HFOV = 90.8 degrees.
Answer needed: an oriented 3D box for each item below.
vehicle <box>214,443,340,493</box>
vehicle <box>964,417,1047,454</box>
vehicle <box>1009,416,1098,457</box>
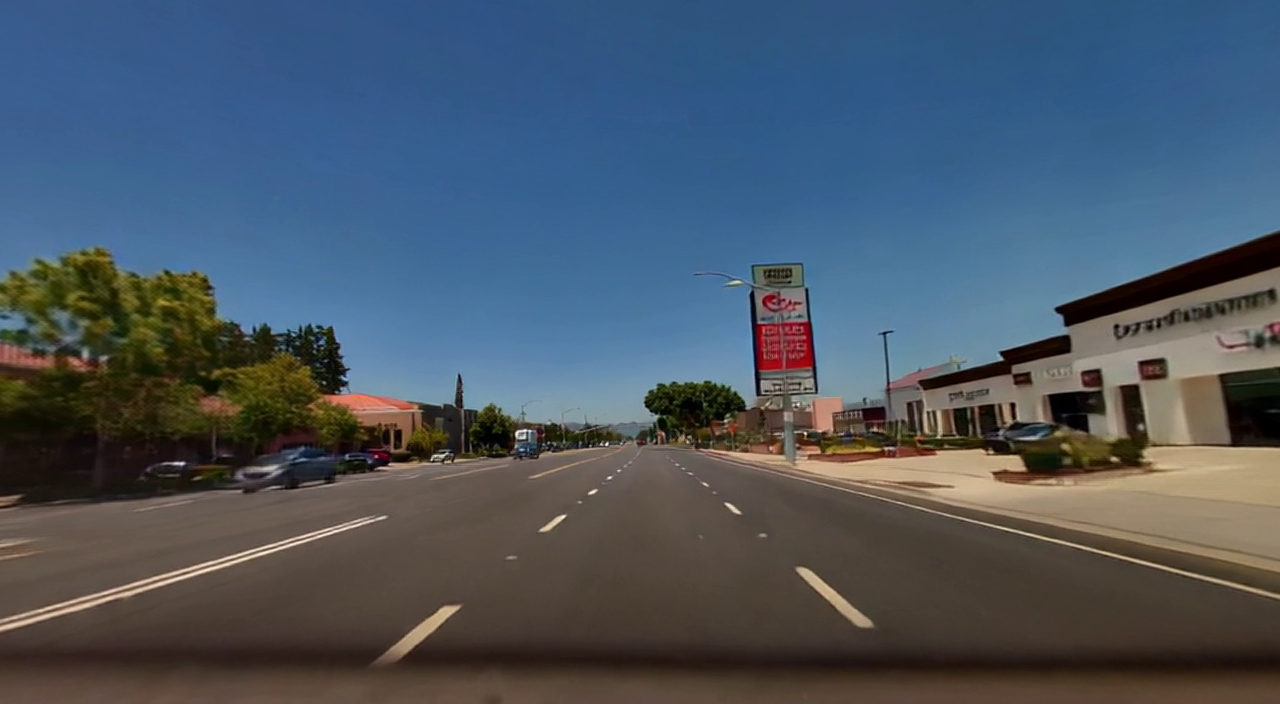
[{"bbox_3d":[-13.379,4.266,23.694,1.961,1.670,4.583,0,-8,1],"label":"vehicle"},{"bbox_3d":[17.967,4.135,30.946,4.704,1.652,1.948,7,-11,-40],"label":"vehicle"},{"bbox_3d":[17.846,3.663,27.227,4.277,1.605,1.920,7,-11,-40],"label":"vehicle"}]
